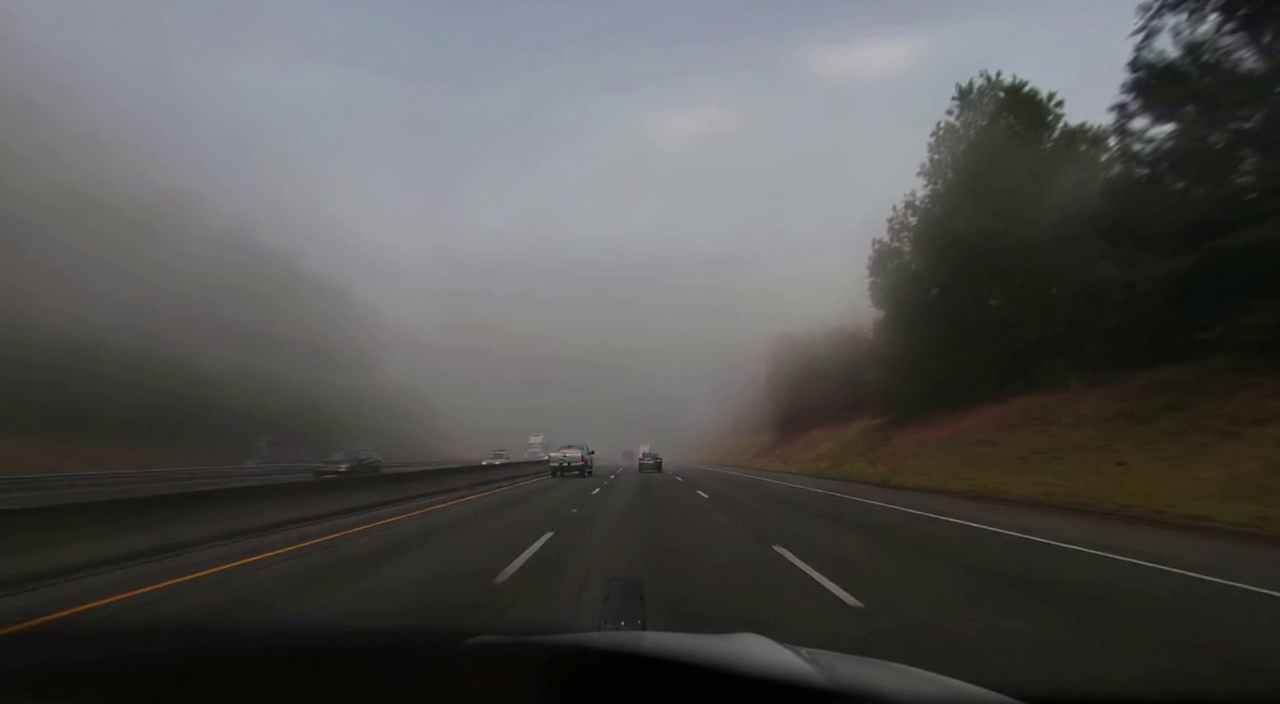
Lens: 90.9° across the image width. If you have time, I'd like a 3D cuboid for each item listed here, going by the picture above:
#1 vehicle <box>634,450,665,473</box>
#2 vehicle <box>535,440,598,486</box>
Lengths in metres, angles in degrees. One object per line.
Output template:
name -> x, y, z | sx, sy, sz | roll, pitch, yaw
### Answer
vehicle -> 0.654, 7.661, 44.288 | 2.036, 1.519, 4.225 | 0, -9, 0
vehicle -> -3.042, 4.731, 27.122 | 2.143, 1.770, 4.283 | 0, -9, 1
